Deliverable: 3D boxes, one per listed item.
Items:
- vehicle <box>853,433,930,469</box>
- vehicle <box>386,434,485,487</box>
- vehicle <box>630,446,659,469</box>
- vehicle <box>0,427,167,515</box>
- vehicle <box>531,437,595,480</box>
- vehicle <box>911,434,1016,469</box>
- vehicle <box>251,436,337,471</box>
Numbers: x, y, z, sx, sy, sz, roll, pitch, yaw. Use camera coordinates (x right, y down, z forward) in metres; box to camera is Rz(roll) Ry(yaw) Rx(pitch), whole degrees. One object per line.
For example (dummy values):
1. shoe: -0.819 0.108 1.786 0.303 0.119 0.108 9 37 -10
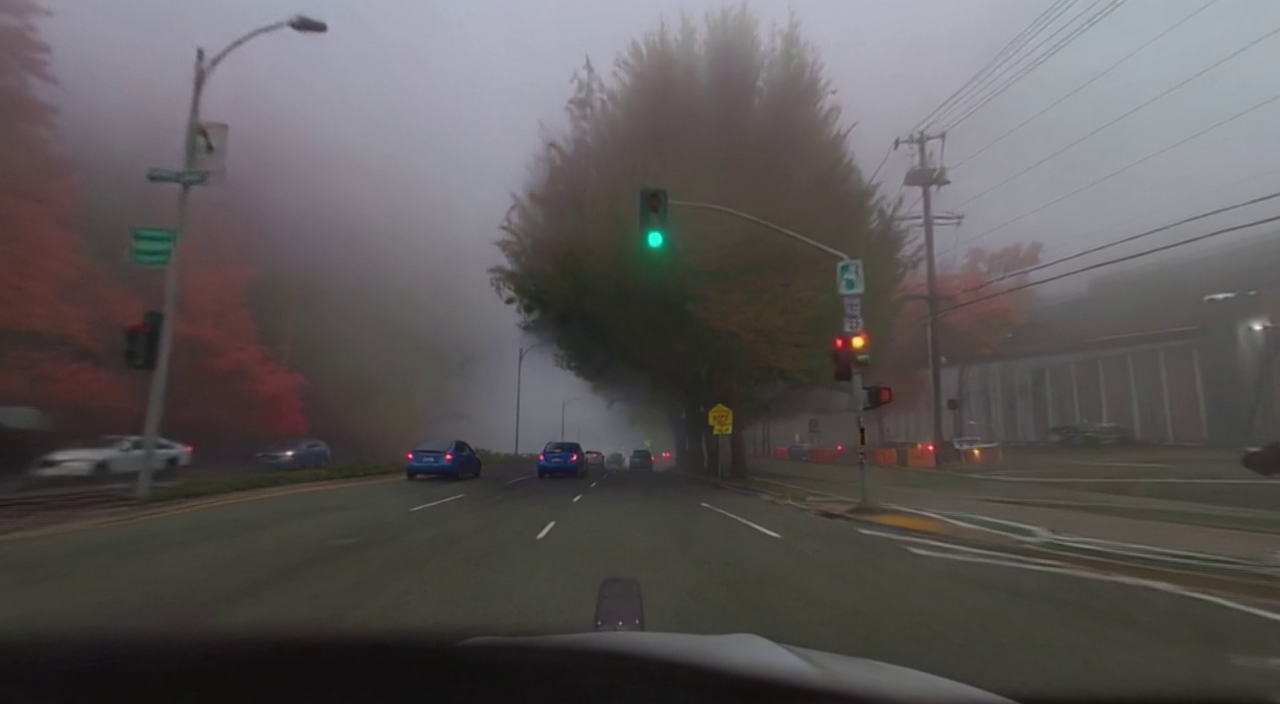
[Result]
1. vehicle: 13.331 5.249 33.692 1.862 1.559 3.959 -4 -5 -11
2. vehicle: -6.868 3.666 21.676 1.932 1.596 4.247 1 -8 1
3. vehicle: 0.345 8.269 49.533 2.144 1.704 4.028 1 -8 0
4. vehicle: -11.737 2.211 12.114 1.872 1.475 4.325 1 -8 0
5. vehicle: -3.235 4.578 27.393 2.085 1.663 4.513 1 -8 1
6. vehicle: 14.678 4.518 28.863 1.826 1.474 4.254 3 -8 -15
7. vehicle: -19.566 5.726 35.893 2.118 1.798 4.923 1 -8 0
